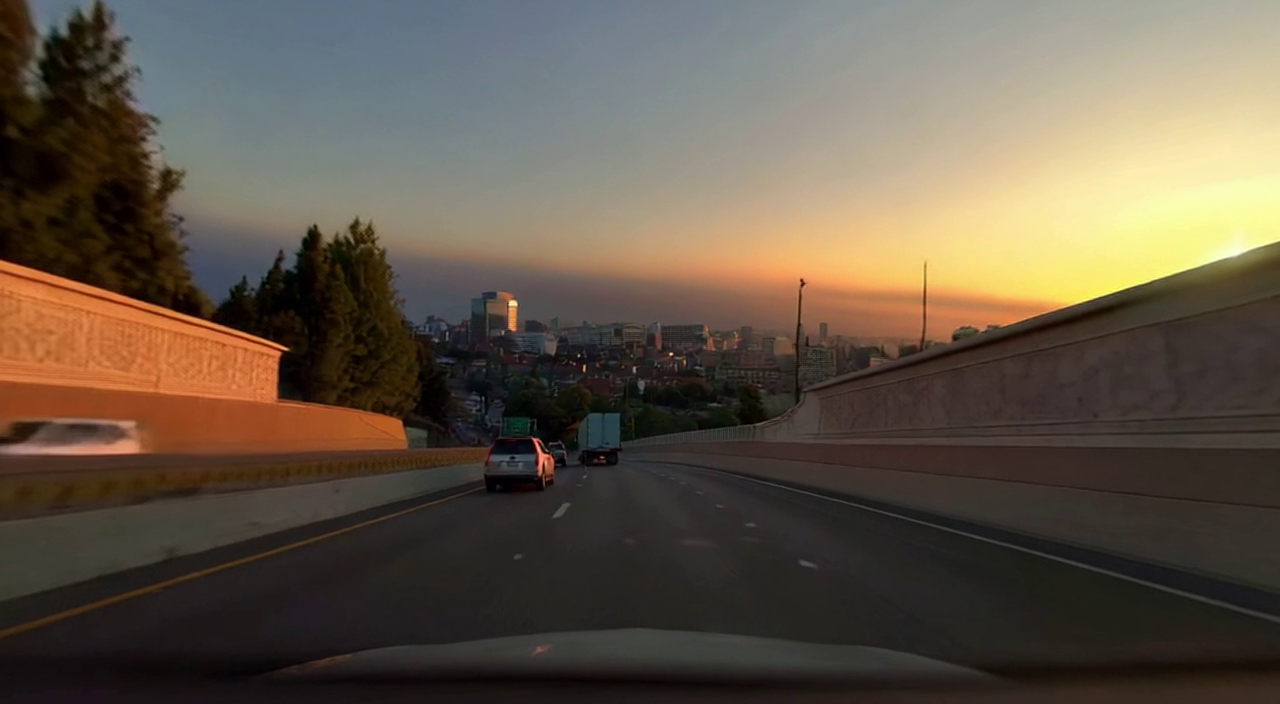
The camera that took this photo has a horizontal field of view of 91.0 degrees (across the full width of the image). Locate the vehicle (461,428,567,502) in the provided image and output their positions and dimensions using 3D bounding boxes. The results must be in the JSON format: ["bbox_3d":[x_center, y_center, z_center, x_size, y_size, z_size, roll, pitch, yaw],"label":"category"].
[{"bbox_3d":[-3.269,3.031,17.297,2.041,1.734,4.391,1,-9,-1],"label":"vehicle"}]

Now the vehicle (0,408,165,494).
[{"bbox_3d":[-13.251,2.145,13.736,2.187,1.625,4.614,0,-9,-1],"label":"vehicle"}]
